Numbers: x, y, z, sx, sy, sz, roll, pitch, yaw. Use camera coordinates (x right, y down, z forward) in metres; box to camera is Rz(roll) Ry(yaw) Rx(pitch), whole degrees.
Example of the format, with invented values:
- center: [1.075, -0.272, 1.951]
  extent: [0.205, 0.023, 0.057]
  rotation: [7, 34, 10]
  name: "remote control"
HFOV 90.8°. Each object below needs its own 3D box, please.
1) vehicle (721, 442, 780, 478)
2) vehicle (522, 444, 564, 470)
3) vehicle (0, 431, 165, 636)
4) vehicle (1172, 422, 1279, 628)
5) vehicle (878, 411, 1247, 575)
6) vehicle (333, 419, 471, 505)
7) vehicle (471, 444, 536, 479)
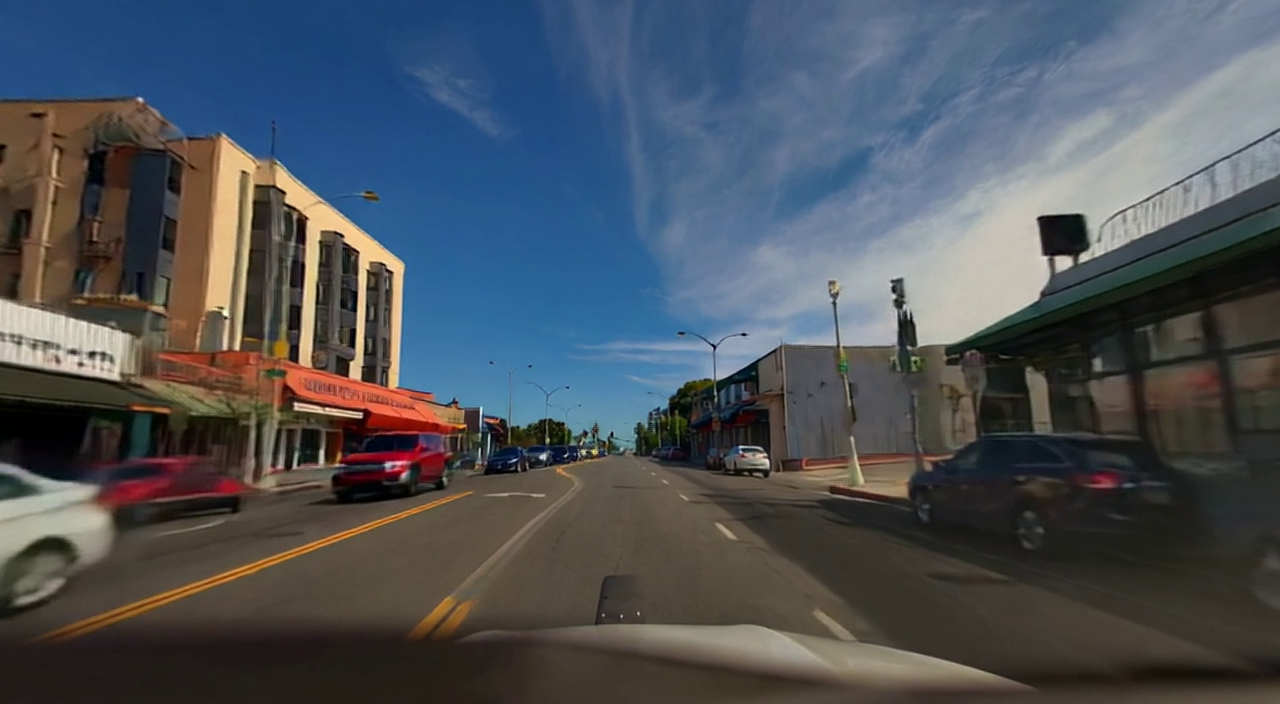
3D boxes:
- center: [5.196, 5.143, 30.333]
  extent: [1.957, 1.572, 4.418]
  rotation: [0, -8, -1]
  name: "vehicle"
- center: [-6.052, 6.550, 39.646]
  extent: [1.949, 1.533, 3.864]
  rotation: [0, -8, 1]
  name: "vehicle"
- center: [-5.745, 1.253, 4.062]
  extent: [2.095, 1.493, 4.216]
  rotation: [0, -8, 0]
  name: "vehicle"
- center: [5.891, 1.151, 3.680]
  extent: [1.915, 1.569, 4.117]
  rotation: [0, -8, -1]
  name: "vehicle"
- center: [5.715, 1.964, 9.725]
  extent: [2.059, 1.804, 5.182]
  rotation: [0, -8, 0]
  name: "vehicle"
- center: [-6.075, 2.867, 16.840]
  extent: [1.937, 1.944, 4.640]
  rotation: [0, -8, -1]
  name: "vehicle"
- center: [-6.218, 5.015, 29.321]
  extent: [2.052, 1.481, 4.248]
  rotation: [0, -8, 1]
  name: "vehicle"
